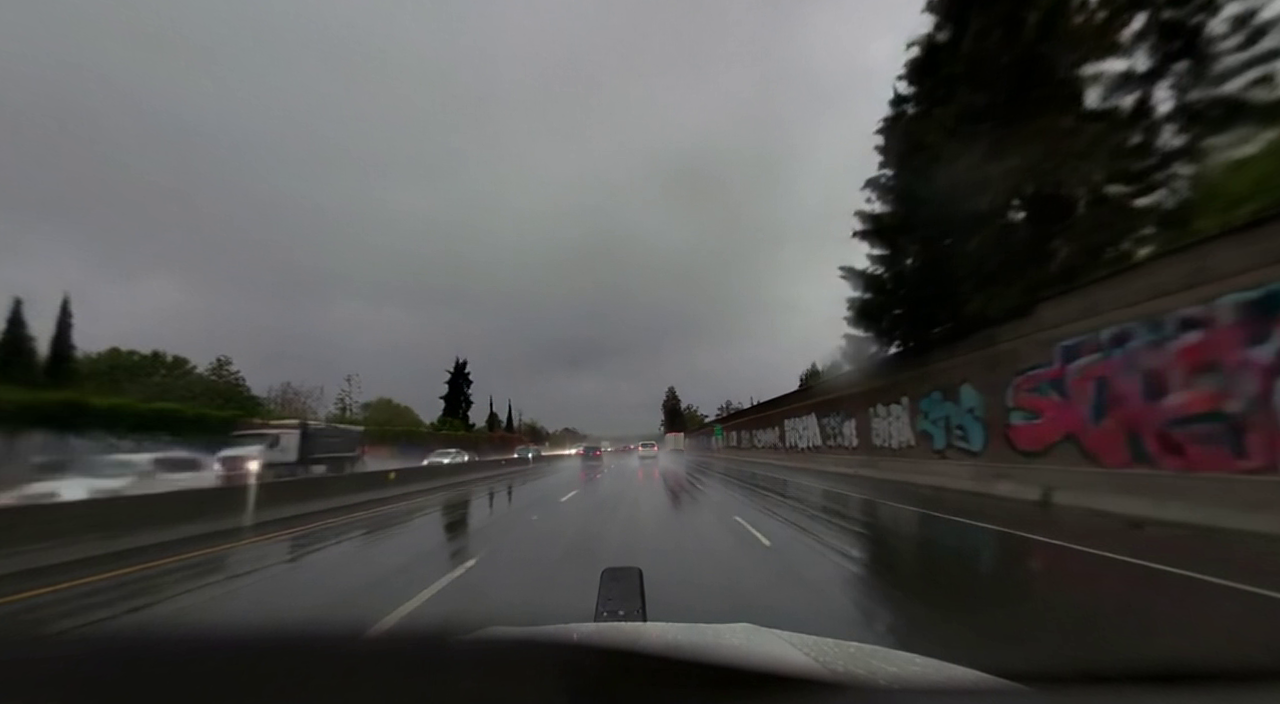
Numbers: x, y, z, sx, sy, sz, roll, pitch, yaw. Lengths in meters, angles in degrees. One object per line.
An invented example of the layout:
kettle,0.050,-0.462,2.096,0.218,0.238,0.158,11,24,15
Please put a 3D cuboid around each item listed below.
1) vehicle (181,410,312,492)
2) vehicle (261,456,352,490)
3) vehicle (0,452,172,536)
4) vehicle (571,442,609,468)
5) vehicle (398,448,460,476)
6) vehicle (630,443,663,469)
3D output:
vehicle,-20.565,5.238,33.432,2.925,3.884,5.866,0,-9,1
vehicle,-16.343,5.930,31.189,1.856,1.475,4.749,0,-9,1
vehicle,-12.344,2.912,13.477,1.853,1.521,3.633,0,-9,-1
vehicle,-3.302,6.931,42.489,2.095,1.671,4.193,0,-9,1
vehicle,-11.920,6.230,35.853,2.102,1.469,3.981,0,-9,1
vehicle,0.408,6.646,40.335,2.009,1.506,4.091,0,-9,0
